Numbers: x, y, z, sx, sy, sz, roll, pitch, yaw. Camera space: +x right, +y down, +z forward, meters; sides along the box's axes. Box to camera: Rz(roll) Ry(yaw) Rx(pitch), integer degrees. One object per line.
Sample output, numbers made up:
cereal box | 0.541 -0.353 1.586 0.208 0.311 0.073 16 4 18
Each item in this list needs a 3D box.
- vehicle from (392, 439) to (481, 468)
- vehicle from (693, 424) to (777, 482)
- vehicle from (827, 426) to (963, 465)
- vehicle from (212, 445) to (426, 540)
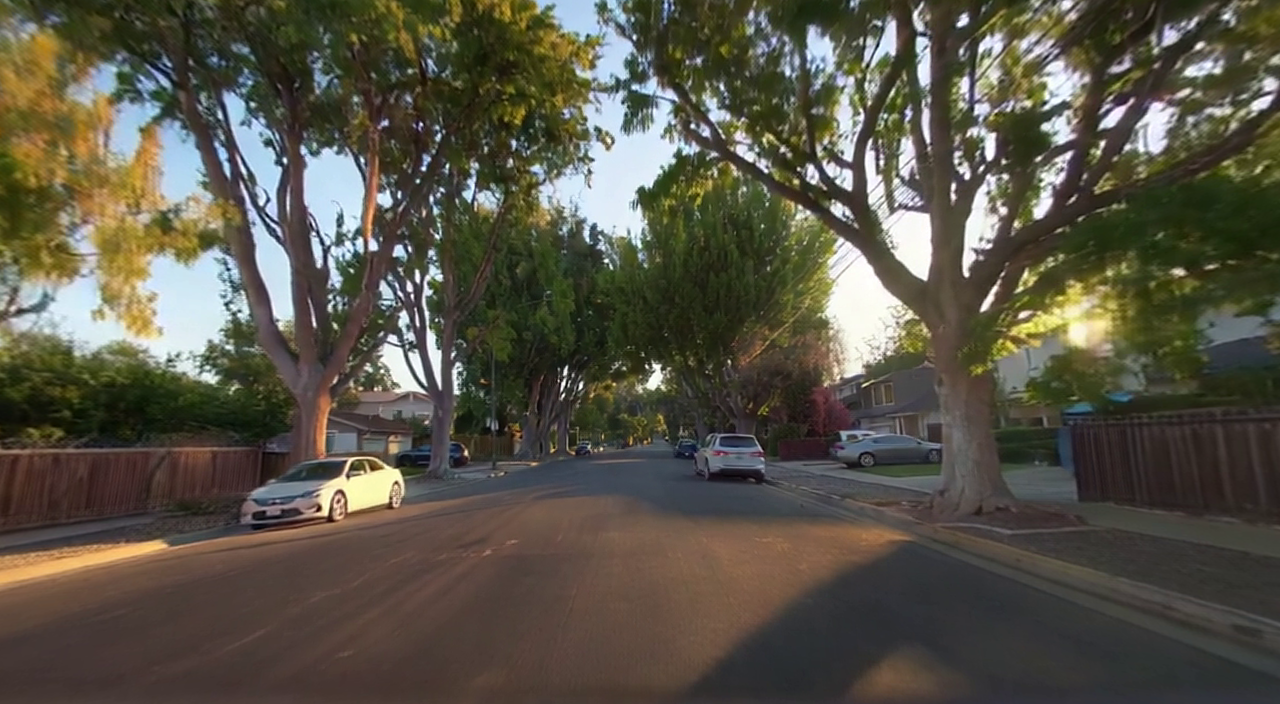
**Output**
vehicle | -12.847 6.411 40.045 4.928 1.797 1.981 0 -8 2
vehicle | 3.316 3.656 23.243 2.241 1.875 5.059 0 -8 -1
vehicle | 10.608 3.955 26.736 5.041 1.486 1.969 -3 -9 14
vehicle | -6.268 2.732 13.032 2.099 1.399 4.357 -4 -7 1
